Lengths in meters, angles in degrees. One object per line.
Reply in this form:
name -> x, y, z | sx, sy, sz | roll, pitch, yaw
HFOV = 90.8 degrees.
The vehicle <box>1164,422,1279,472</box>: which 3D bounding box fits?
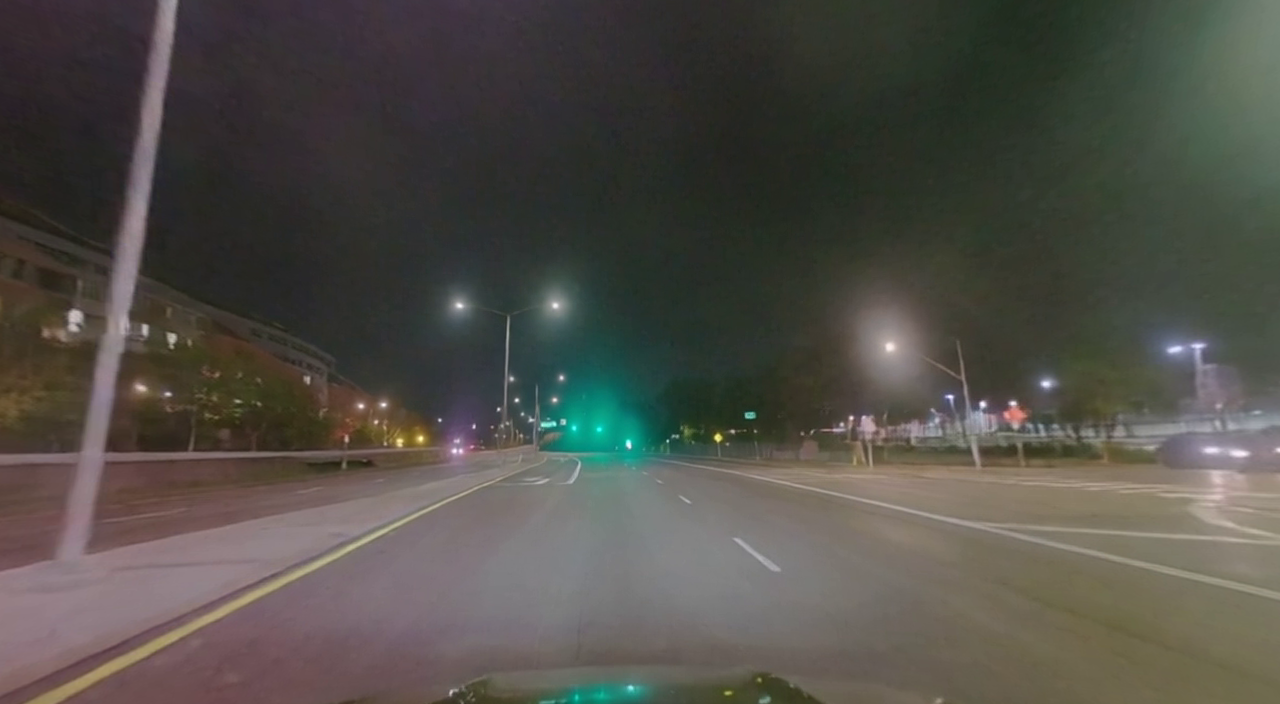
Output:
vehicle -> 22.458, 3.685, 24.601 | 1.969, 1.732, 4.610 | -3, -9, 25
